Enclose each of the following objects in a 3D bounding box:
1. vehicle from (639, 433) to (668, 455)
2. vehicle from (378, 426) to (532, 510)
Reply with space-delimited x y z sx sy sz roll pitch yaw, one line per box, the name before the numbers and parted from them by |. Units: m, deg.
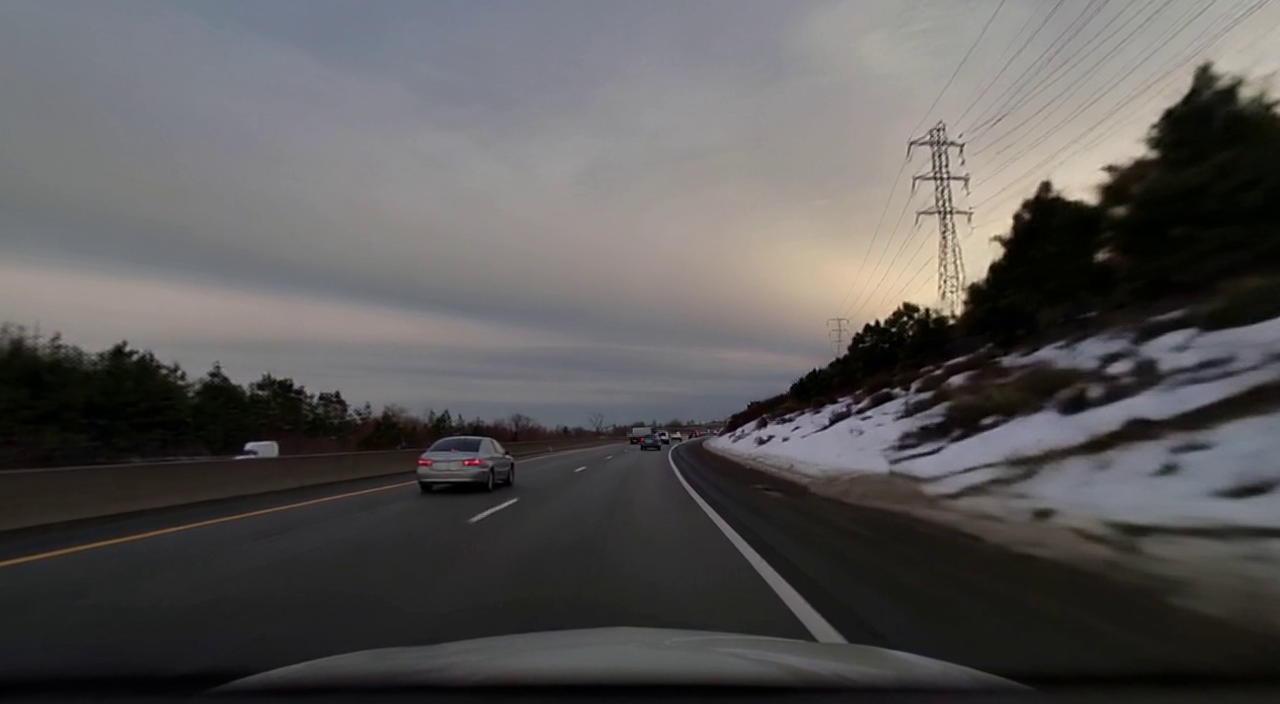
vehicle | 1.054 6.932 47.486 2.077 1.523 4.206 0 -8 3
vehicle | -3.767 2.415 13.707 2.030 1.522 4.250 0 -8 0
